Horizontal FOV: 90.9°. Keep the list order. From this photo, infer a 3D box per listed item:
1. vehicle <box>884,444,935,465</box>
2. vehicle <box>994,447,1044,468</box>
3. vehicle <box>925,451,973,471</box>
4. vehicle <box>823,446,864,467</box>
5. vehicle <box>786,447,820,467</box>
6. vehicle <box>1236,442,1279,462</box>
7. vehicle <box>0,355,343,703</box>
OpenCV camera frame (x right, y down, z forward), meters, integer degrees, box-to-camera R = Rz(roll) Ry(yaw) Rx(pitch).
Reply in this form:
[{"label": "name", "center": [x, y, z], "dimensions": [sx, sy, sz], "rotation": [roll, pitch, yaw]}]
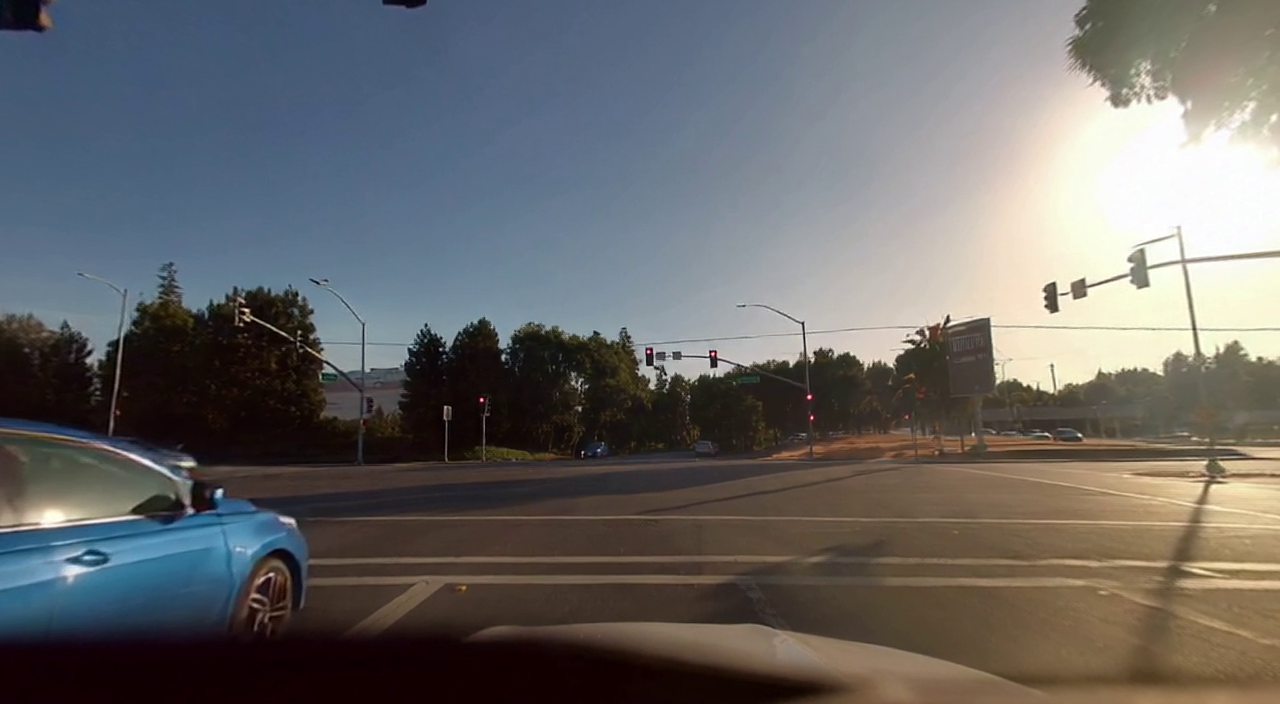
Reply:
[{"label": "vehicle", "center": [20.478, 7.805, 48.118], "dimensions": [1.815, 1.515, 4.552], "rotation": [0, -8, -1]}, {"label": "vehicle", "center": [28.377, 7.895, 47.347], "dimensions": [1.662, 1.440, 3.583], "rotation": [-1, -8, 3]}, {"label": "vehicle", "center": [22.954, 8.111, 46.978], "dimensions": [1.633, 1.324, 3.449], "rotation": [0, -8, -3]}, {"label": "vehicle", "center": [15.475, 7.948, 48.061], "dimensions": [1.714, 1.458, 4.206], "rotation": [0, -8, 0]}, {"label": "vehicle", "center": [12.460, 8.078, 48.499], "dimensions": [1.647, 1.386, 3.725], "rotation": [-1, -8, 1]}, {"label": "vehicle", "center": [46.816, 7.409, 46.843], "dimensions": [1.574, 1.369, 3.611], "rotation": [-1, -8, 5]}, {"label": "vehicle", "center": [-3.052, 0.819, 2.076], "dimensions": [2.055, 1.573, 4.065], "rotation": [0, -8, 2]}]
